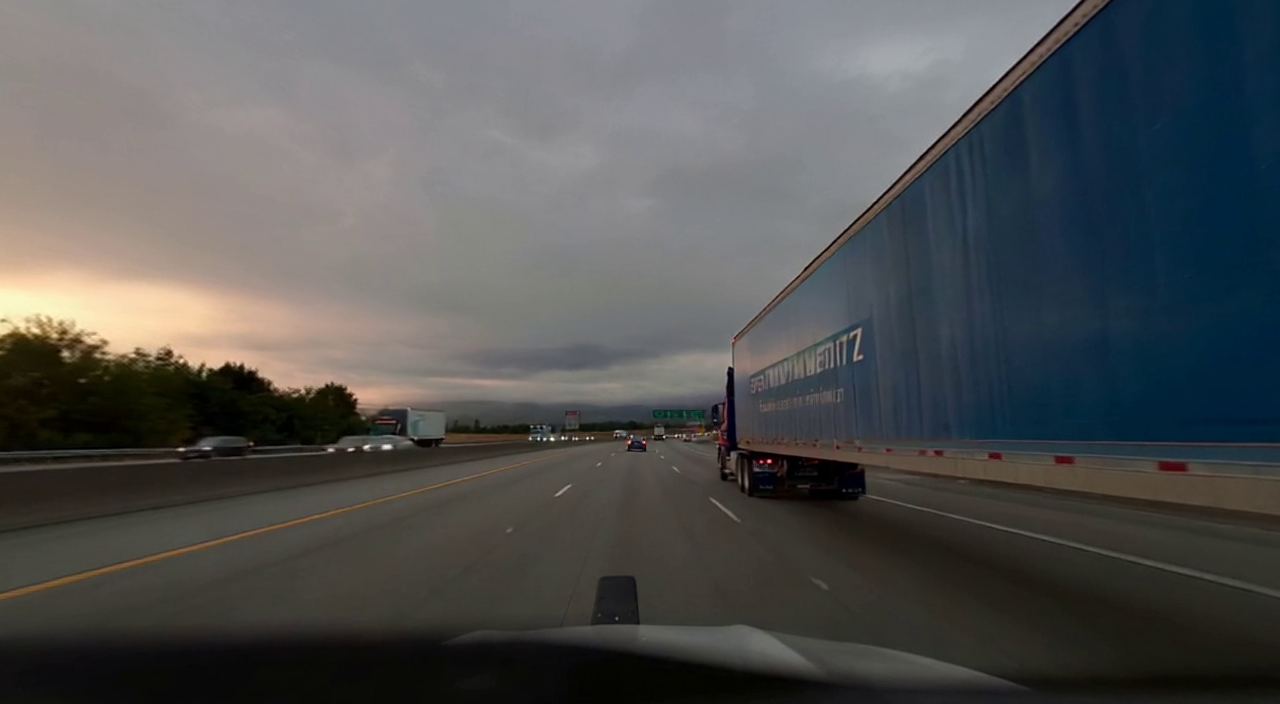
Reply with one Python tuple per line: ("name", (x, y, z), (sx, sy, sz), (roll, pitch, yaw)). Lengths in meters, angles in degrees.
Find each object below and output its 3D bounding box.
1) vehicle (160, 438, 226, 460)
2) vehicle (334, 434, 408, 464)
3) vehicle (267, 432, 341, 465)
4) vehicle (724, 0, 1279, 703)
("vehicle", (-31.223, 6.763, 44.148), (1.675, 1.397, 3.817), (0, -8, 3))
("vehicle", (-14.478, 5.215, 34.224), (1.887, 1.500, 4.933), (0, -8, 0))
("vehicle", (-18.416, 5.281, 34.773), (1.830, 1.722, 4.048), (0, -8, 0))
("vehicle", (3.637, 0.266, 7.482), (2.976, 4.077, 14.571), (0, -8, -1))
